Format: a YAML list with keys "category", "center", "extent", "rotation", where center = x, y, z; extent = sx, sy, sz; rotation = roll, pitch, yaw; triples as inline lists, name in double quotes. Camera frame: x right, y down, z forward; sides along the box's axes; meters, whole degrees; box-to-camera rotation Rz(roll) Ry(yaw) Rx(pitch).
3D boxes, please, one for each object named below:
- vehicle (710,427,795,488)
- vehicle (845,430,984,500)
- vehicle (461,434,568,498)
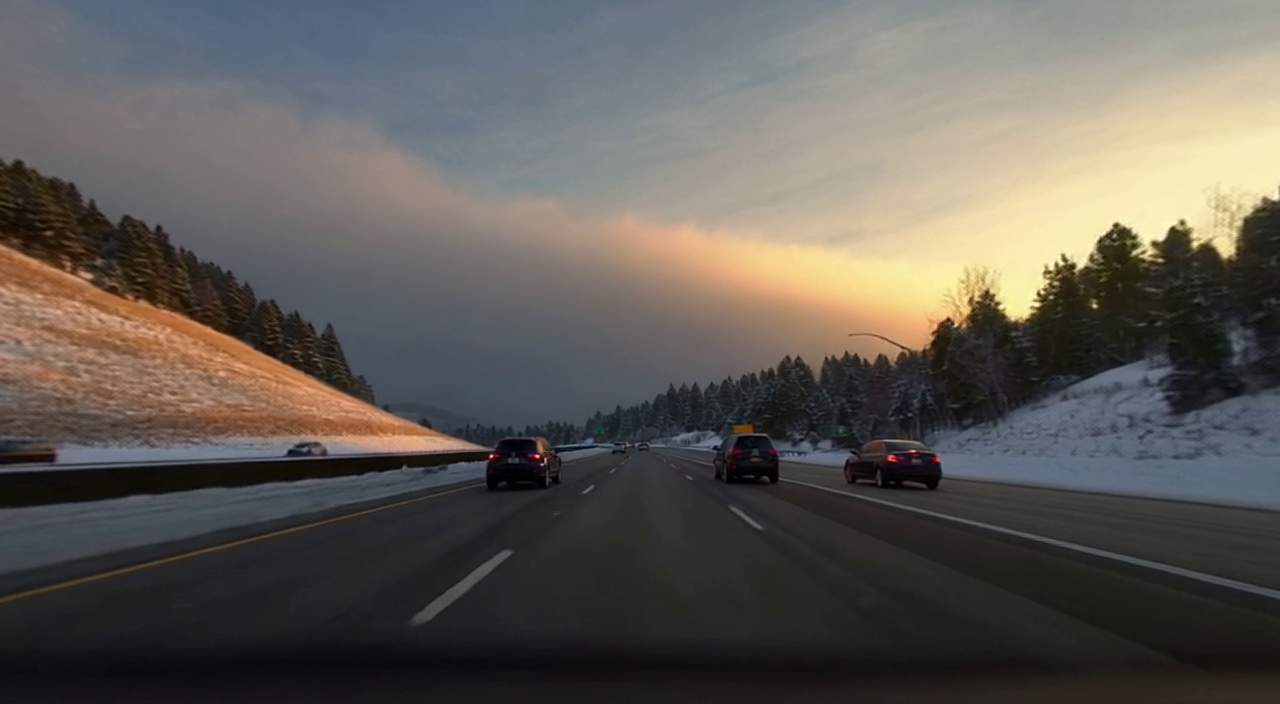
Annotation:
- category: "vehicle"
  center: [3.839, 3.728, 22.559]
  extent: [2.121, 1.925, 5.056]
  rotation: [0, -8, 0]
- category: "vehicle"
  center: [7.593, 3.160, 18.026]
  extent: [1.998, 1.717, 4.338]
  rotation: [0, -8, 0]
- category: "vehicle"
  center: [-3.535, 3.318, 18.758]
  extent: [2.166, 1.672, 4.388]
  rotation: [-1, -8, 2]
